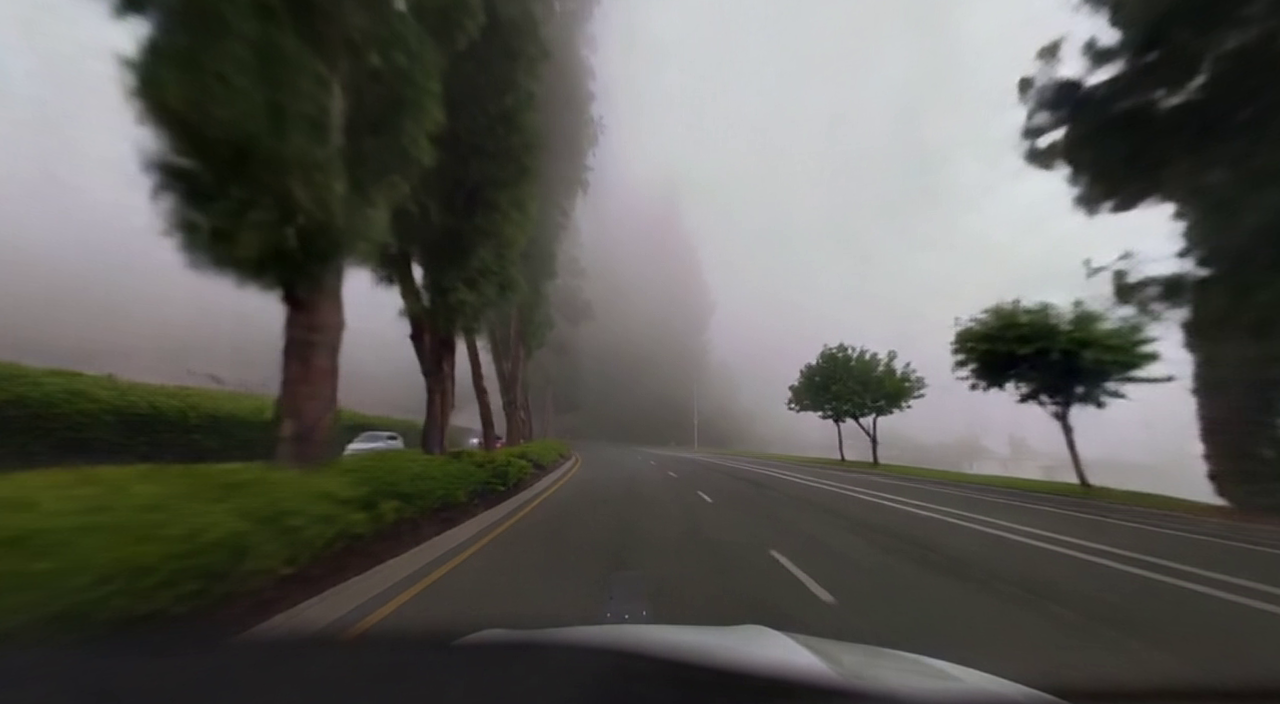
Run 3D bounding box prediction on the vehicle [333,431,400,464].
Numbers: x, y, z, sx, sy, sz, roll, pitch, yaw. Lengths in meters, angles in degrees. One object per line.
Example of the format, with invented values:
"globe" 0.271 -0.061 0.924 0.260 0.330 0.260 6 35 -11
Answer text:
"vehicle" -14.089 4.964 32.723 1.809 1.592 4.060 0 -8 -3
